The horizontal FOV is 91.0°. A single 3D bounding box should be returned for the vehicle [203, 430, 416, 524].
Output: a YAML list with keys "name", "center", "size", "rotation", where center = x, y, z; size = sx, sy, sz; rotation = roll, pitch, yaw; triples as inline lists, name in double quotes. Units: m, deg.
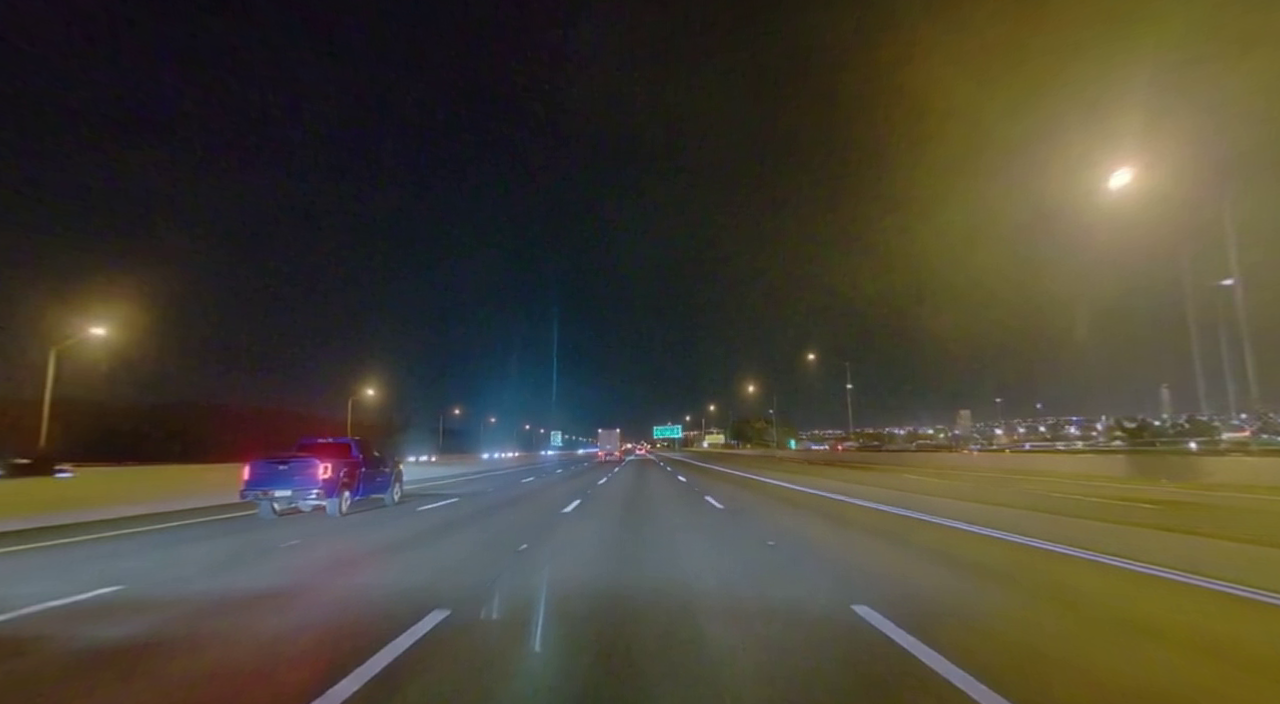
- name: "vehicle"
  center: [-6.999, 2.688, 14.127]
  size: [2.168, 1.729, 4.724]
  rotation: [0, -9, 0]
